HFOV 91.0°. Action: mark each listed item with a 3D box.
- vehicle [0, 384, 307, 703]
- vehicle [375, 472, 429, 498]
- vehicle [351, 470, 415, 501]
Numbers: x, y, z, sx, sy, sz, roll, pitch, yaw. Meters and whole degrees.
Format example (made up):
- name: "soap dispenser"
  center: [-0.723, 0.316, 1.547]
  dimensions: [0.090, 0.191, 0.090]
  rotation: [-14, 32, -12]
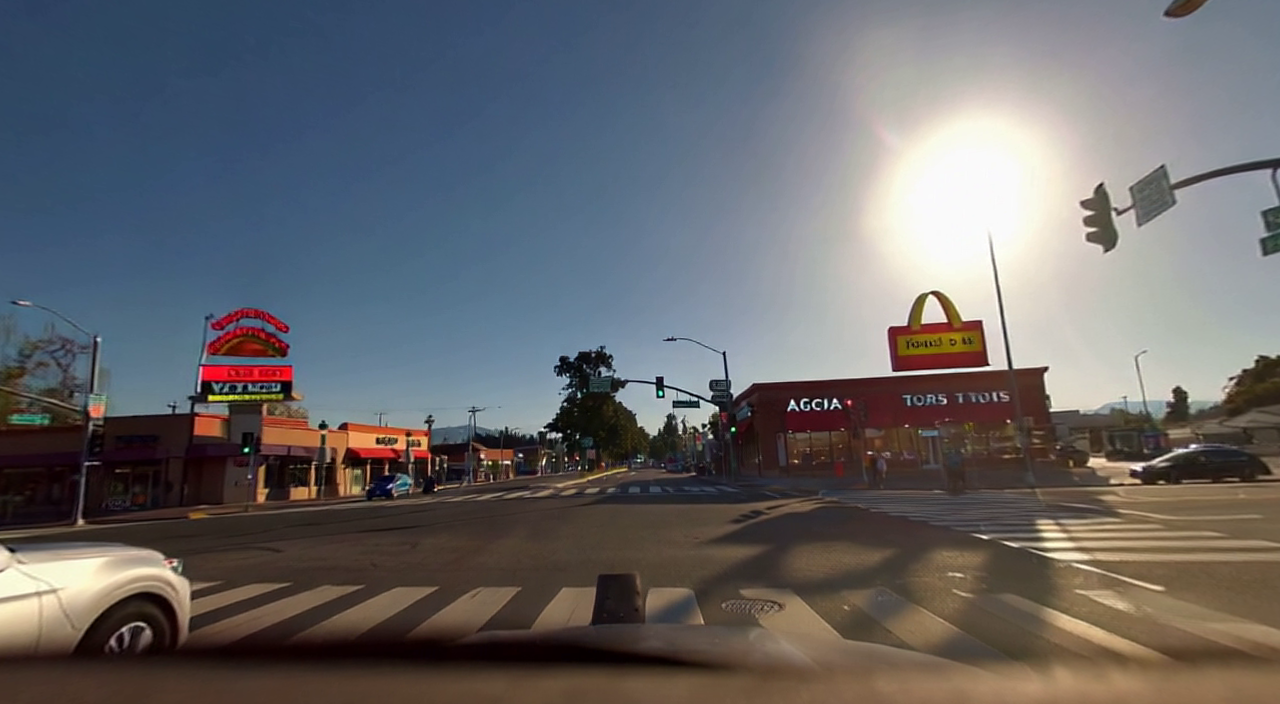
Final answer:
- name: "vehicle"
  center: [-3.394, 0.895, 1.952]
  dimensions: [2.081, 1.644, 4.523]
  rotation: [0, -9, 2]
- name: "vehicle"
  center: [-15.775, 8.821, 42.016]
  dimensions: [1.931, 1.471, 4.152]
  rotation: [0, -9, 1]
- name: "vehicle"
  center: [-19.270, 10.024, 47.569]
  dimensions: [2.227, 2.033, 5.614]
  rotation: [0, -9, 2]
